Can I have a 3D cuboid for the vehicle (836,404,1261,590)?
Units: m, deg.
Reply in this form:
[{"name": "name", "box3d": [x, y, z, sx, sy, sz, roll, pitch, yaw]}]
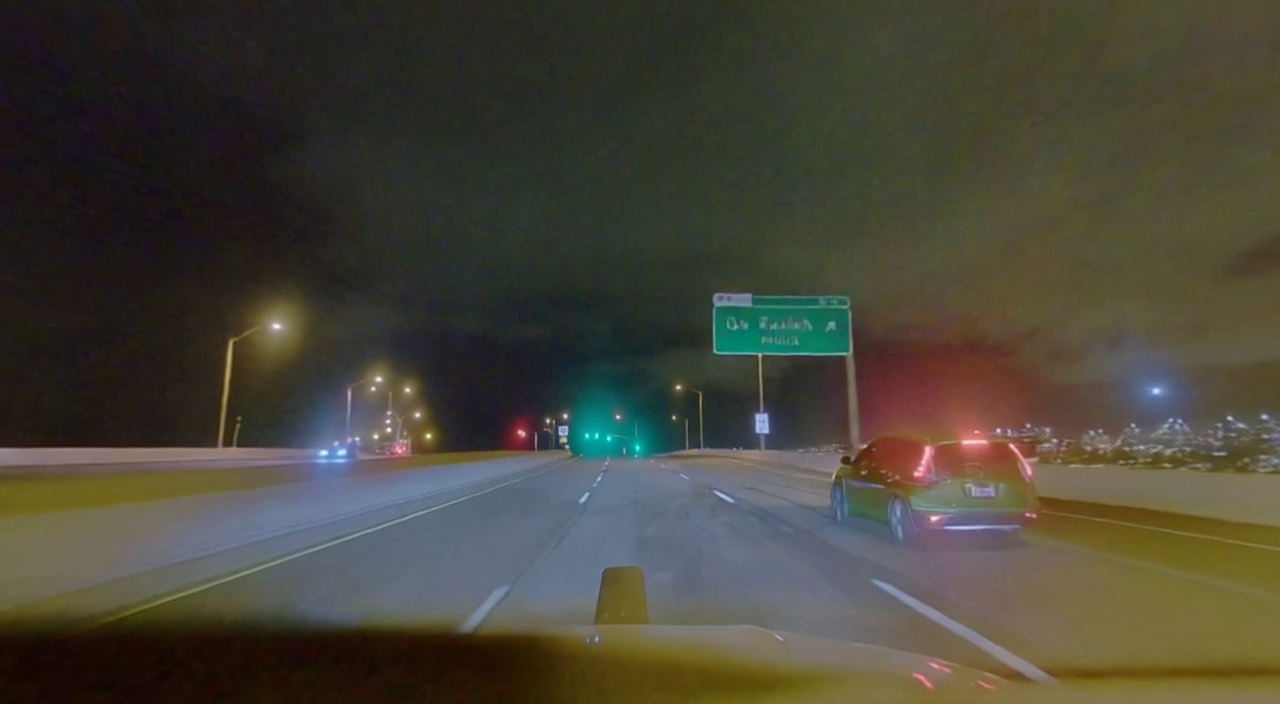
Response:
[{"name": "vehicle", "box3d": [4.261, 1.589, 7.837, 2.104, 1.575, 4.698, 0, -8, 0]}]
